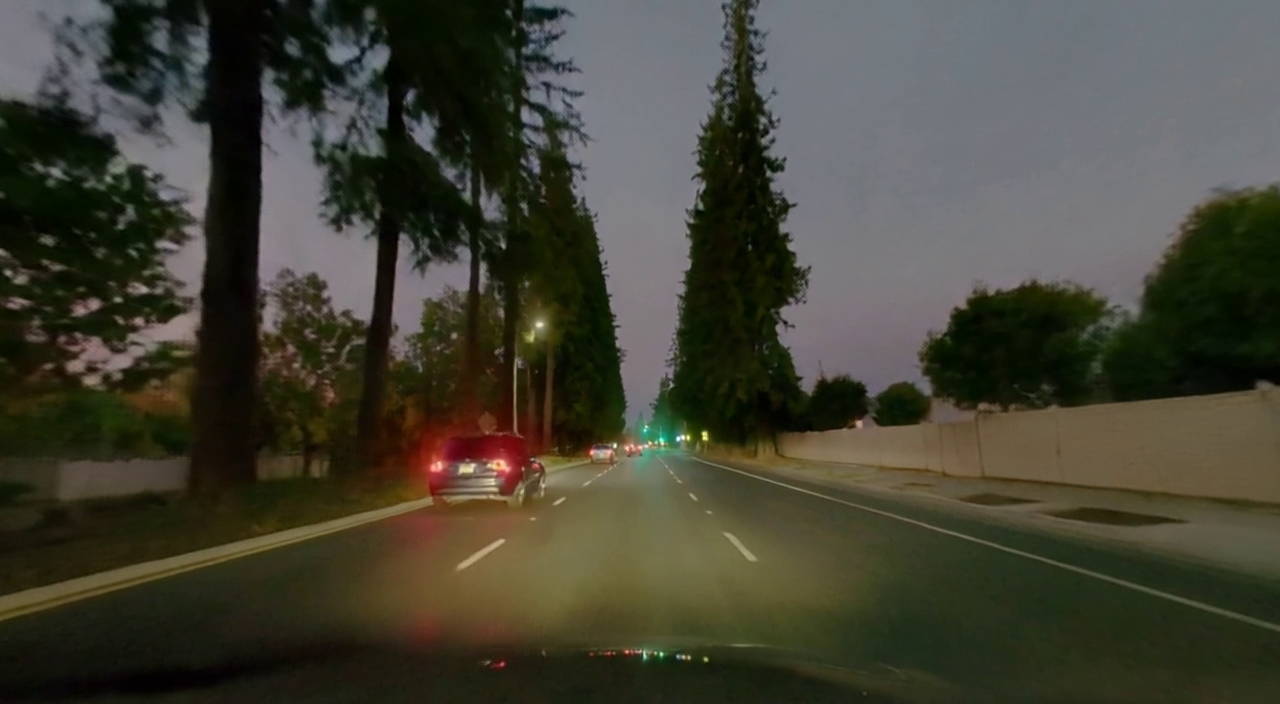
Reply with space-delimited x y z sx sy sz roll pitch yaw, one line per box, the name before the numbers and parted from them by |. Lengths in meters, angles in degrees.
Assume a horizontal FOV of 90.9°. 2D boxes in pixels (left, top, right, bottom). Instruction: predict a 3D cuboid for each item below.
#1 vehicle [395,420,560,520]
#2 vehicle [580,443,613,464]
vehicle | -3.035 2.350 13.031 2.058 1.671 4.704 0 -9 1
vehicle | -3.091 7.347 45.672 2.021 1.466 4.330 0 -9 1
